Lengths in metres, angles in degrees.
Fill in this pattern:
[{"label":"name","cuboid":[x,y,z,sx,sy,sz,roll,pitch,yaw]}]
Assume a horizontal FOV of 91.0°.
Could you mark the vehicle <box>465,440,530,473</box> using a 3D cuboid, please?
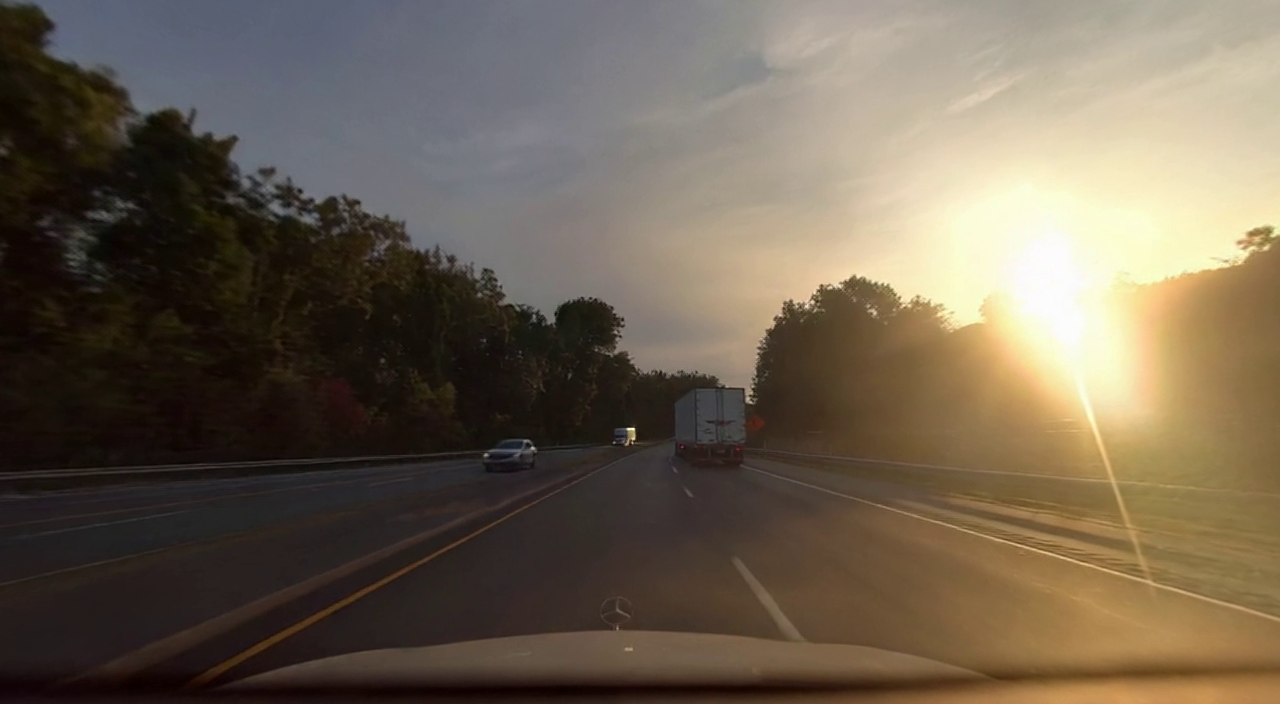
[{"label":"vehicle","cuboid":[-6.956,5.143,31.199,2.111,1.487,4.433,-1,-8,1]}]
